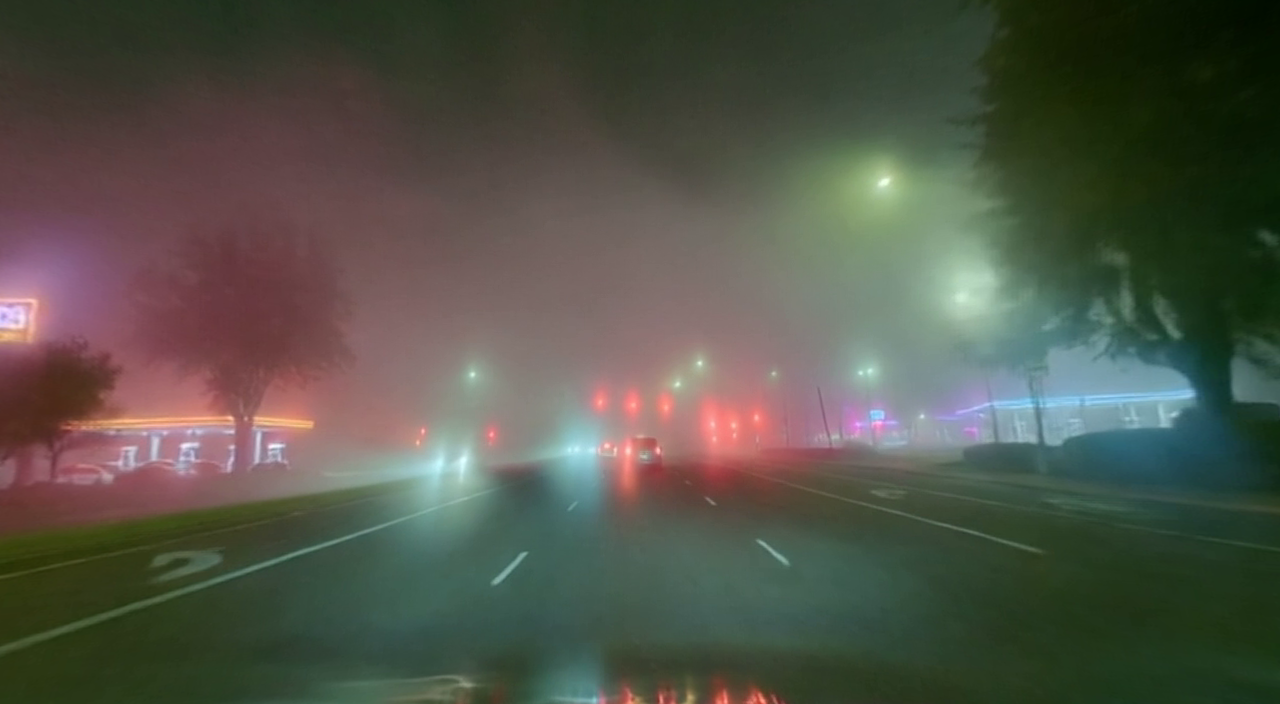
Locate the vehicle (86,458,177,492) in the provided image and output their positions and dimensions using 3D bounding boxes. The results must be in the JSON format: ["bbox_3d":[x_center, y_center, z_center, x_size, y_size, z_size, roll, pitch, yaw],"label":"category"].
[{"bbox_3d":[-28.052,6.702,34.689,4.662,1.677,2.026,-5,-9,27],"label":"vehicle"}]

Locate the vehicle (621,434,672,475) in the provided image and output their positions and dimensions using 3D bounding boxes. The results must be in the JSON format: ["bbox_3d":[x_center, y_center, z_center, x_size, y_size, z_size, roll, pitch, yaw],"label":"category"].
[{"bbox_3d":[0.288,4.743,29.317,2.213,1.715,4.242,0,-9,0],"label":"vehicle"}]

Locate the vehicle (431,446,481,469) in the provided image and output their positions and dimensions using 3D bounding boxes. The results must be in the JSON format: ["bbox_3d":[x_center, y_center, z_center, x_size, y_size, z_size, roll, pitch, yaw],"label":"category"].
[{"bbox_3d":[-12.355,7.113,42.605,1.911,1.489,4.423,-1,-8,2],"label":"vehicle"}]

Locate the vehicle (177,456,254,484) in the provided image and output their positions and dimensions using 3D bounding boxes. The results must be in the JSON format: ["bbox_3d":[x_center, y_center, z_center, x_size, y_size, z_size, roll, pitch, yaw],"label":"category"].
[{"bbox_3d":[-28.088,7.748,41.623,4.428,1.708,1.952,-4,-9,21],"label":"vehicle"}]

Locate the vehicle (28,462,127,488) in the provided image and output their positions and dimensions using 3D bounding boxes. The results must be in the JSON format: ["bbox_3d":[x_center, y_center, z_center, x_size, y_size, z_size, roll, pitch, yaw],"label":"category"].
[{"bbox_3d":[-38.238,8.353,42.945,4.536,1.613,2.000,4,-9,-25],"label":"vehicle"}]

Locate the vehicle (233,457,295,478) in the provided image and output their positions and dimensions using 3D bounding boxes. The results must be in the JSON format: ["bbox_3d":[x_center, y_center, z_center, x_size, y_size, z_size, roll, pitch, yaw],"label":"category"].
[{"bbox_3d":[-28.560,8.754,47.774,4.538,1.469,1.912,-5,-10,29],"label":"vehicle"}]
